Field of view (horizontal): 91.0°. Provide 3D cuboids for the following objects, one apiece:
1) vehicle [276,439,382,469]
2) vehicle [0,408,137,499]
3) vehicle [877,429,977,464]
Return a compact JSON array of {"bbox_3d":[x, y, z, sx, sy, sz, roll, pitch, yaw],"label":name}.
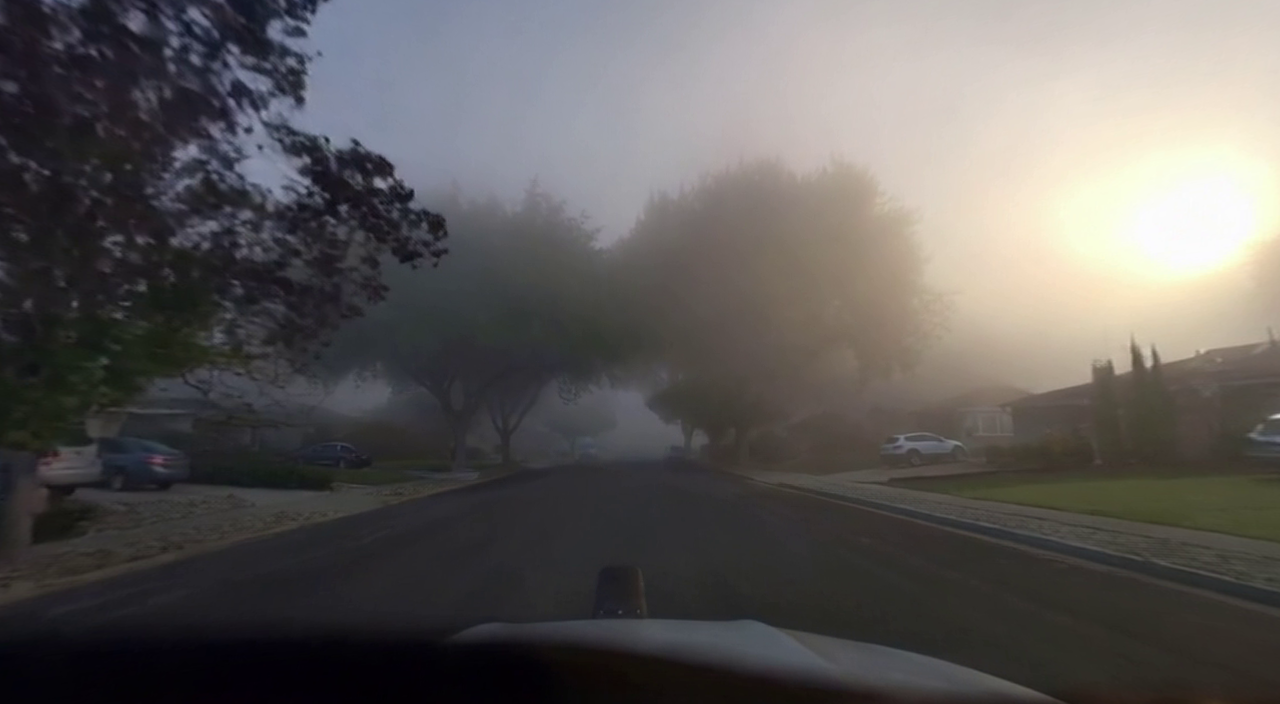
[{"bbox_3d":[-15.974,5.246,32.504,4.351,1.474,2.015,0,-9,-2],"label":"vehicle"},{"bbox_3d":[-15.629,2.420,15.078,2.575,2.031,5.155,-8,-11,44],"label":"vehicle"},{"bbox_3d":[15.109,4.976,33.162,4.468,1.728,2.135,3,-9,-20],"label":"vehicle"}]
